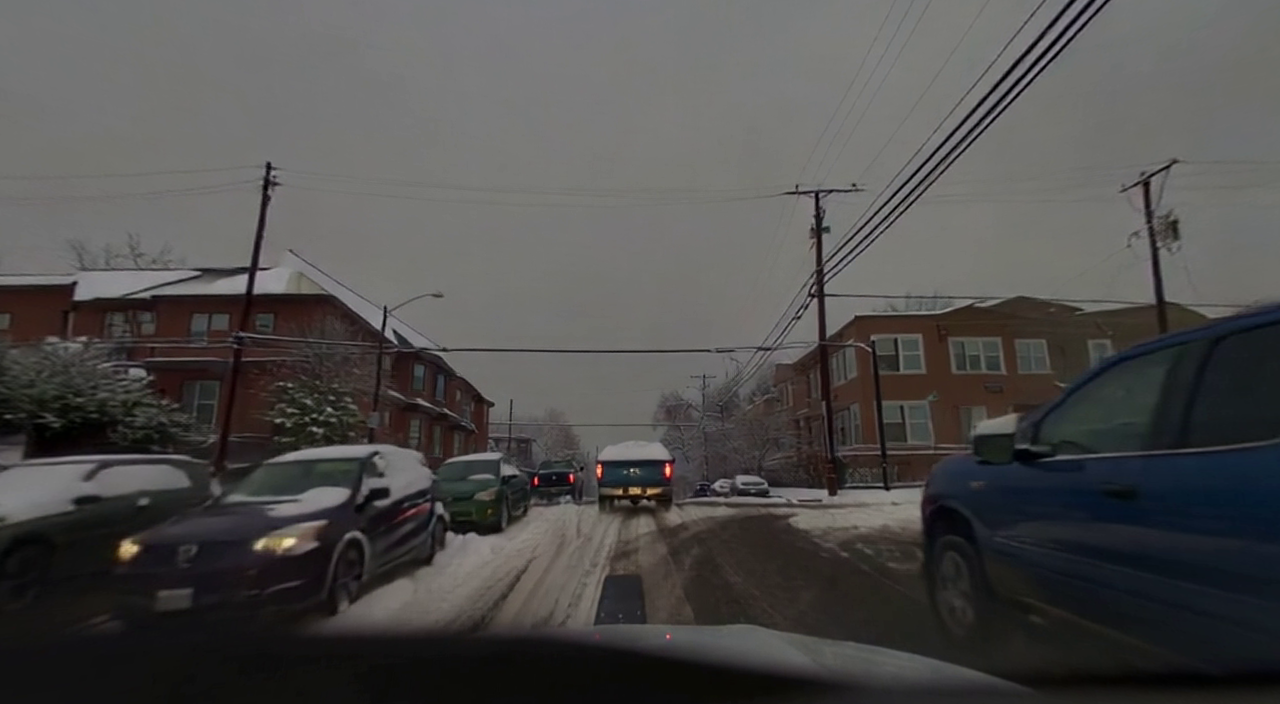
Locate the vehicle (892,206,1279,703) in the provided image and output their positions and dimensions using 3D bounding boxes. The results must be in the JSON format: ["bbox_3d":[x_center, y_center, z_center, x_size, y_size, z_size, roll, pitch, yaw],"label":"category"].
[{"bbox_3d":[2.613,0.586,1.500,2.027,1.907,4.736,0,-9,0],"label":"vehicle"}]

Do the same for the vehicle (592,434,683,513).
[{"bbox_3d":[-0.039,3.463,18.432,2.308,1.940,4.125,-2,-9,1],"label":"vehicle"}]

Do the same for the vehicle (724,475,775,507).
[{"bbox_3d":[5.996,7.666,35.131,2.023,1.611,4.614,0,-10,0],"label":"vehicle"}]

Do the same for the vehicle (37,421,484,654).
[{"bbox_3d":[-3.086,1.567,6.461,1.898,1.539,4.320,0,-9,0],"label":"vehicle"}]
